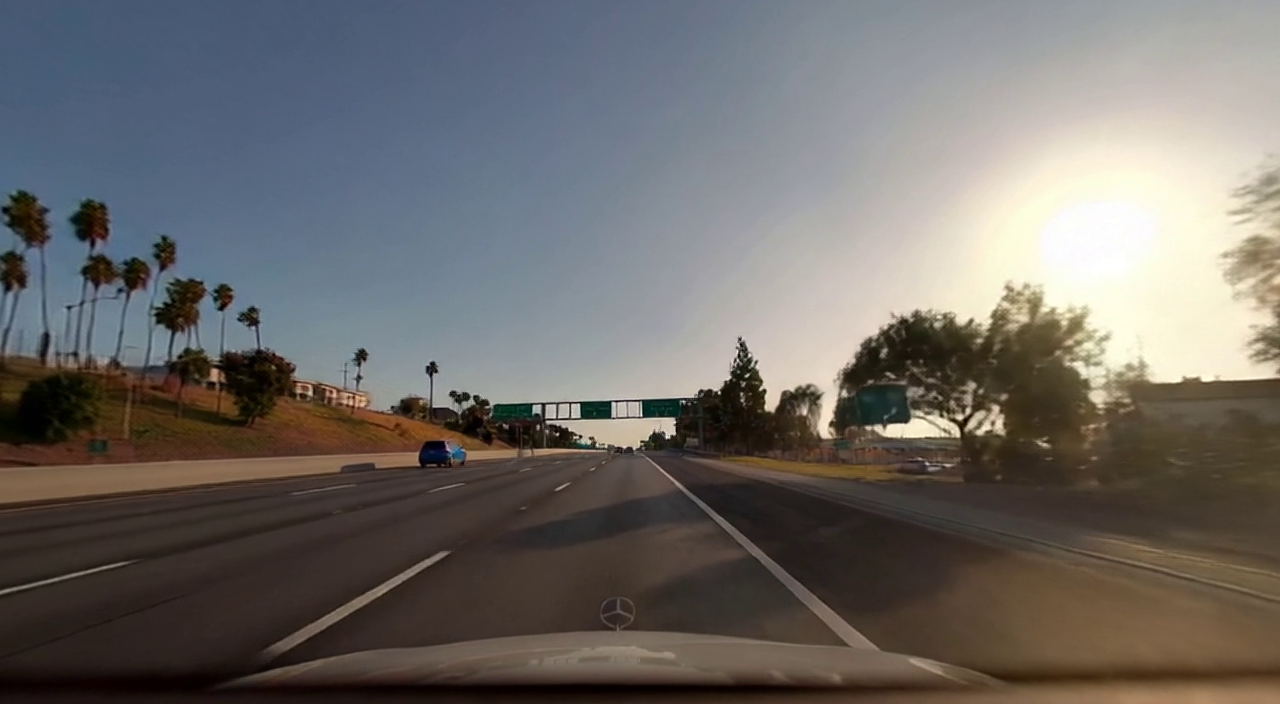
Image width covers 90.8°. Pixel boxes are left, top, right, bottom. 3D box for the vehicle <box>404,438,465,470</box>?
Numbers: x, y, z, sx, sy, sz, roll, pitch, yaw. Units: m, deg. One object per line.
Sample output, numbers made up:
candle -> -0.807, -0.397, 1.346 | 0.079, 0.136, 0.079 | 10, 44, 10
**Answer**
vehicle -> -11.810, 5.881, 36.627 | 2.016, 1.754, 4.543 | 0, -8, 0
